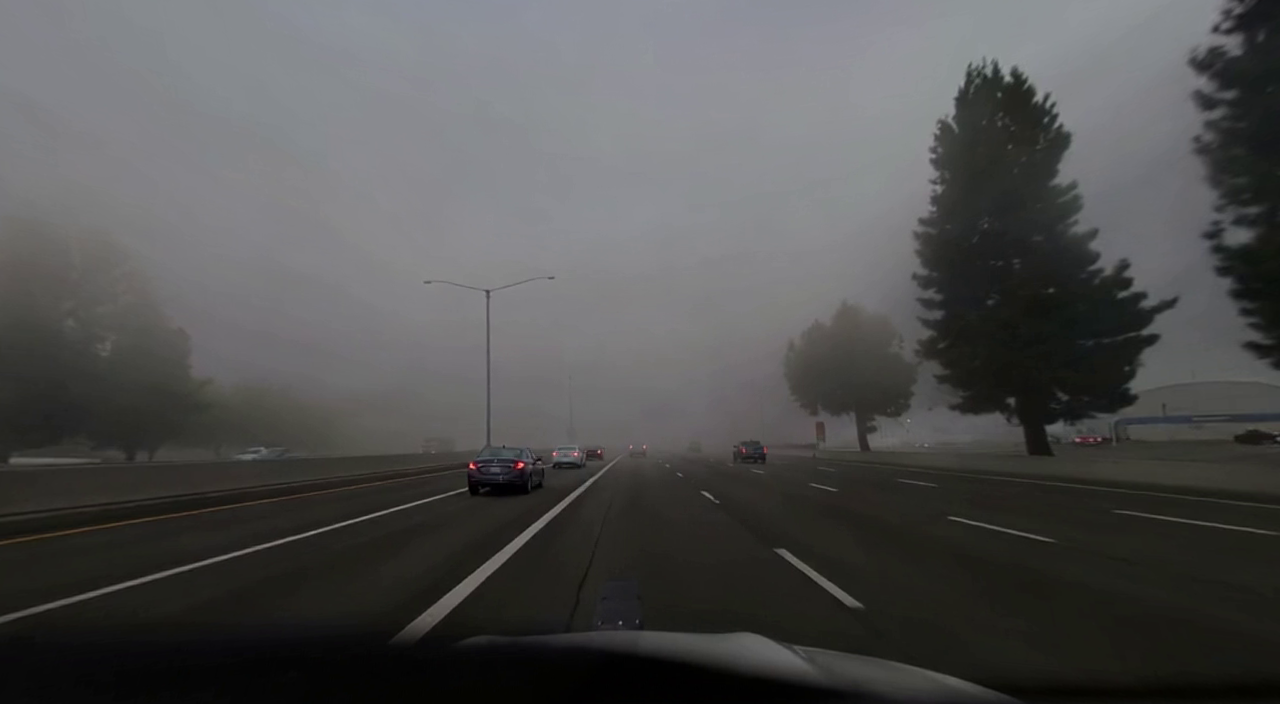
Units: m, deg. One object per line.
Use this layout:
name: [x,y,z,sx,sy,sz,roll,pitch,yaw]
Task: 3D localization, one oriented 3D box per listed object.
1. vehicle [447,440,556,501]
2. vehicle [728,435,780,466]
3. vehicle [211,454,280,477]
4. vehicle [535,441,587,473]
vehicle: [-3.582,3.141,17.207,1.959,1.433,4.291,0,-9,0]
vehicle: [6.876,6.033,38.634,2.147,1.769,4.666,0,-9,-2]
vehicle: [-28.081,8.108,45.184,1.974,1.502,4.522,0,-9,1]
vehicle: [-3.972,5.386,32.571,2.047,1.469,4.614,0,-9,0]
